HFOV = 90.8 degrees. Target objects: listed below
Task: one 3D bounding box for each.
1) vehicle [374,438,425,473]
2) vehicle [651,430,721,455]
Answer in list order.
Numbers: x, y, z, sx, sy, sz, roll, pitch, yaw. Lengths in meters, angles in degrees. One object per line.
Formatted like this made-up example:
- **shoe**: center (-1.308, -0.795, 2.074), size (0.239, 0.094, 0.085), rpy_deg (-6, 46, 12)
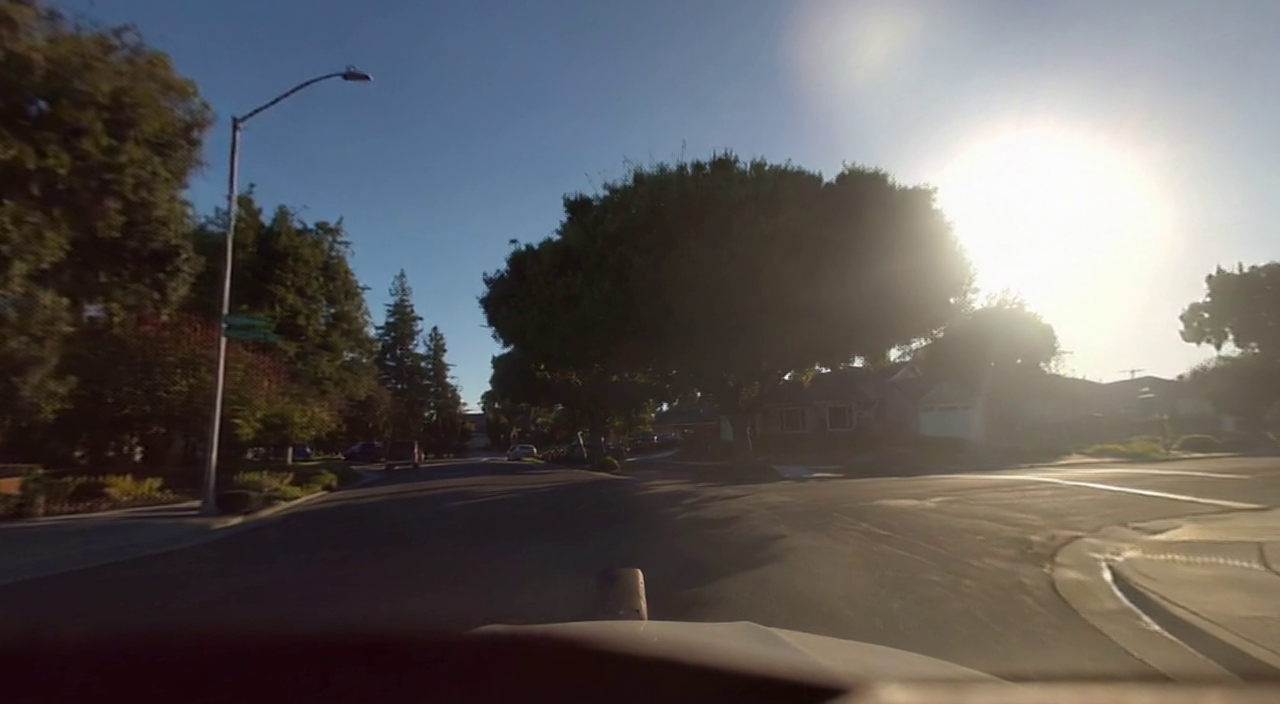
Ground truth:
- **vehicle**: center (-13.440, 5.782, 35.565), size (2.152, 1.826, 4.725), rpy_deg (2, -9, -16)
- **vehicle**: center (3.048, 6.030, 41.995), size (4.241, 1.597, 1.833), rpy_deg (2, -9, -16)
